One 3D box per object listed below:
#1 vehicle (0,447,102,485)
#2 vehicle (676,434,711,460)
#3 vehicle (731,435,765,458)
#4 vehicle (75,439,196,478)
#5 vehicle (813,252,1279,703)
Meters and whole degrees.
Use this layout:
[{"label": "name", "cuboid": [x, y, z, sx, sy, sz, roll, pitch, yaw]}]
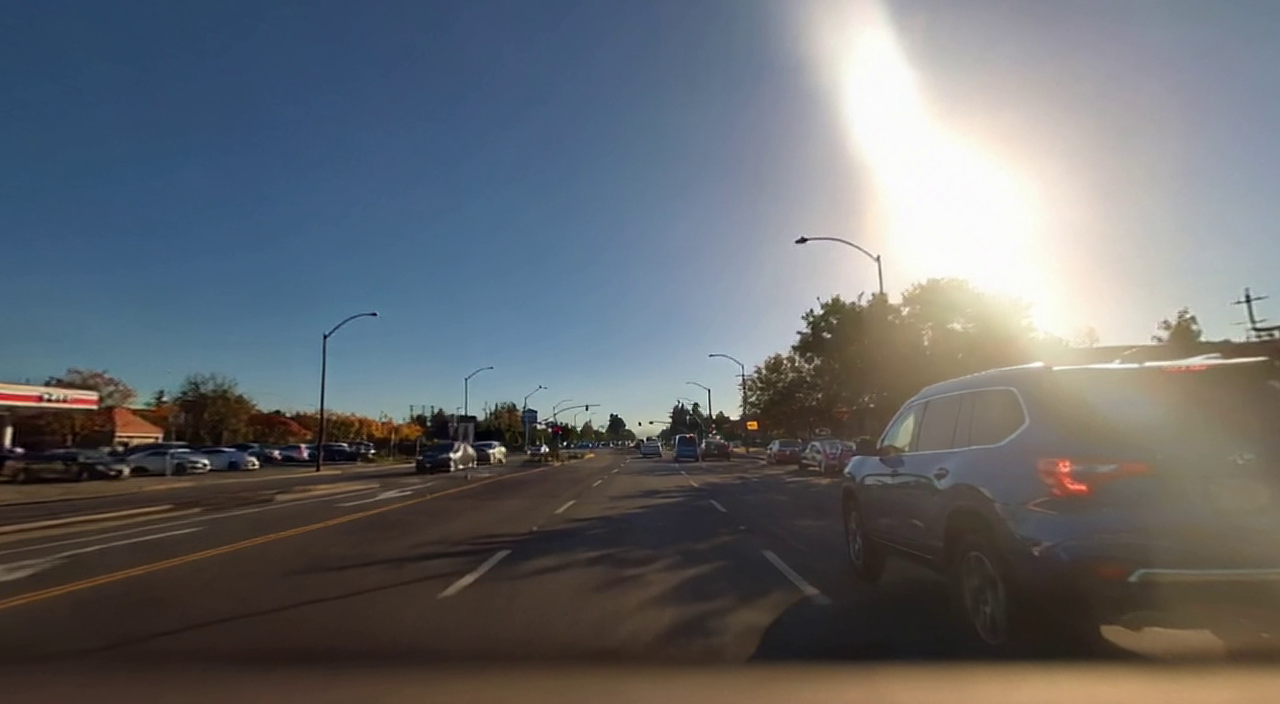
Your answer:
[{"label": "vehicle", "cuboid": [-25.948, 4.861, 27.000, 3.765, 1.559, 1.915, 0, -9, 1]}, {"label": "vehicle", "cuboid": [4.117, 7.395, 48.962, 2.317, 1.857, 5.150, 0, -8, 1]}, {"label": "vehicle", "cuboid": [8.368, 7.388, 48.872, 1.960, 1.693, 4.452, 0, -9, 2]}, {"label": "vehicle", "cuboid": [-25.820, 5.447, 32.236, 4.375, 1.790, 2.056, -1, -9, 0]}, {"label": "vehicle", "cuboid": [3.016, 0.960, 4.492, 2.246, 1.963, 4.777, 0, -9, 1]}]
